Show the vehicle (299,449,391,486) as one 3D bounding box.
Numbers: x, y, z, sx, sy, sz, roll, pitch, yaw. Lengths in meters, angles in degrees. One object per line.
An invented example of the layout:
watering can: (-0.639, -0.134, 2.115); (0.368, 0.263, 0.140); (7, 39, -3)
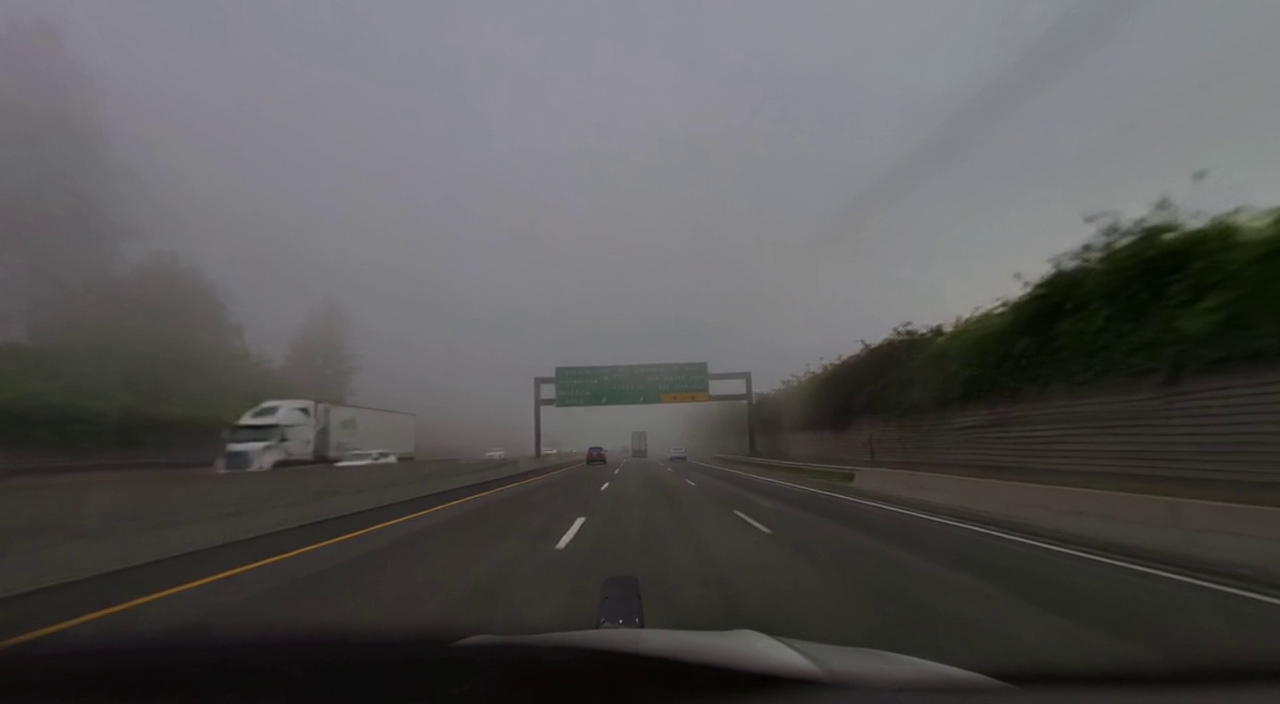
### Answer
vehicle: (-12.562, 4.933, 27.201); (1.908, 1.433, 4.264); (0, -9, -1)

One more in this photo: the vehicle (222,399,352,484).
vehicle: (-17.706, 4.569, 32.209); (3.050, 3.906, 5.884); (0, -9, 0)
